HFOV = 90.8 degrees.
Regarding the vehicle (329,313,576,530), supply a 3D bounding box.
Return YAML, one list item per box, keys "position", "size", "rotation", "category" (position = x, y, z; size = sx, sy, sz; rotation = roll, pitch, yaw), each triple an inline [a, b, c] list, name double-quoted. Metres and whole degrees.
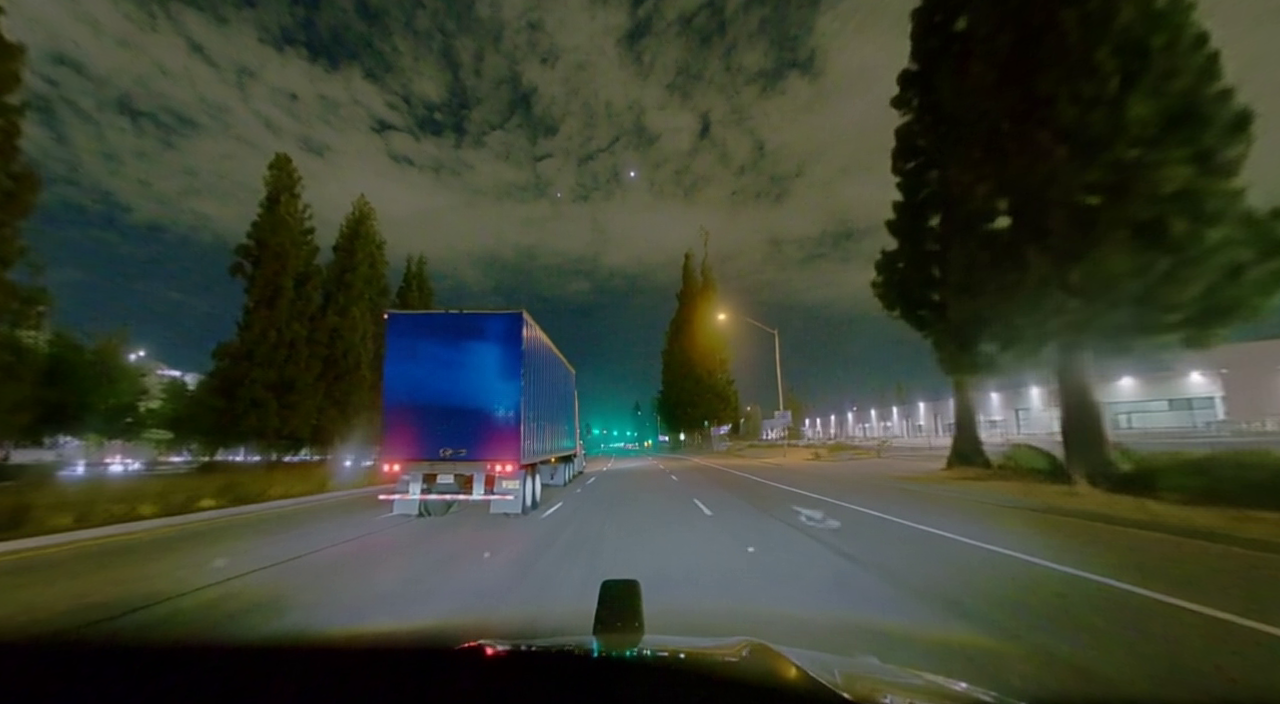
- position: [-3.344, 1.666, 14.155]
  size: [2.910, 3.419, 8.376]
  rotation: [0, -8, 0]
  category: "vehicle"
